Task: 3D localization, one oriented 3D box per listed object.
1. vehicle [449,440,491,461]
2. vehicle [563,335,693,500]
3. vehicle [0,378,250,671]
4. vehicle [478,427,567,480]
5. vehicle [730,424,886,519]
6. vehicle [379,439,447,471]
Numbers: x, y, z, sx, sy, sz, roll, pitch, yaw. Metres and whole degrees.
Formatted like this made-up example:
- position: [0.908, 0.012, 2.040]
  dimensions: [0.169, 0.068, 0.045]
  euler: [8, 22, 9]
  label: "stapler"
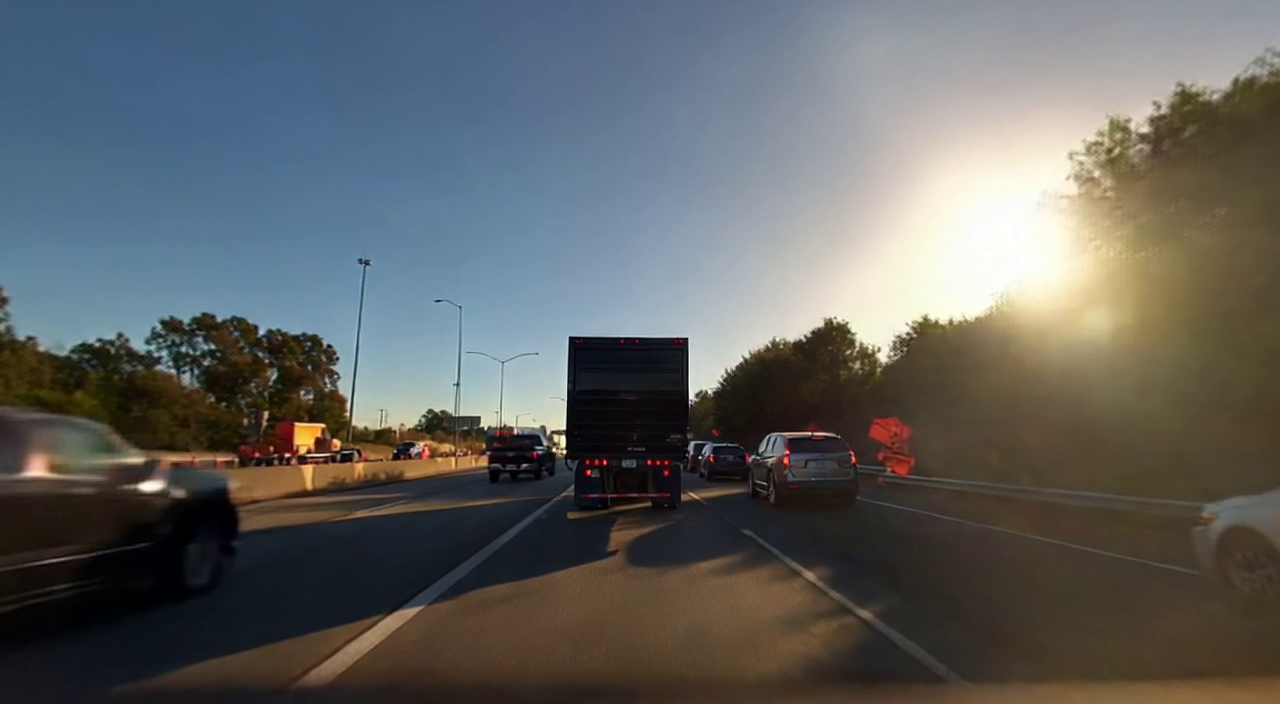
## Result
- position: [-13.261, 7.686, 49.305]
  dimensions: [1.887, 1.511, 4.152]
  euler: [0, -9, 4]
  label: "vehicle"
- position: [-0.426, 2.308, 20.200]
  dimensions: [3.067, 3.940, 10.154]
  euler: [1, -9, -2]
  label: "vehicle"
- position: [-4.876, 1.022, 3.735]
  dimensions: [2.095, 1.736, 4.529]
  euler: [0, -9, 1]
  label: "vehicle"
- position: [-4.727, 4.234, 26.471]
  dimensions: [2.421, 1.965, 5.980]
  euler: [0, -9, 1]
  label: "vehicle"
- position: [3.360, 2.488, 13.566]
  dimensions: [2.103, 1.713, 4.173]
  euler: [1, -9, -2]
  label: "vehicle"
- position: [-13.502, 6.128, 37.787]
  dimensions: [2.054, 1.708, 4.663]
  euler: [2, -8, 4]
  label: "vehicle"
